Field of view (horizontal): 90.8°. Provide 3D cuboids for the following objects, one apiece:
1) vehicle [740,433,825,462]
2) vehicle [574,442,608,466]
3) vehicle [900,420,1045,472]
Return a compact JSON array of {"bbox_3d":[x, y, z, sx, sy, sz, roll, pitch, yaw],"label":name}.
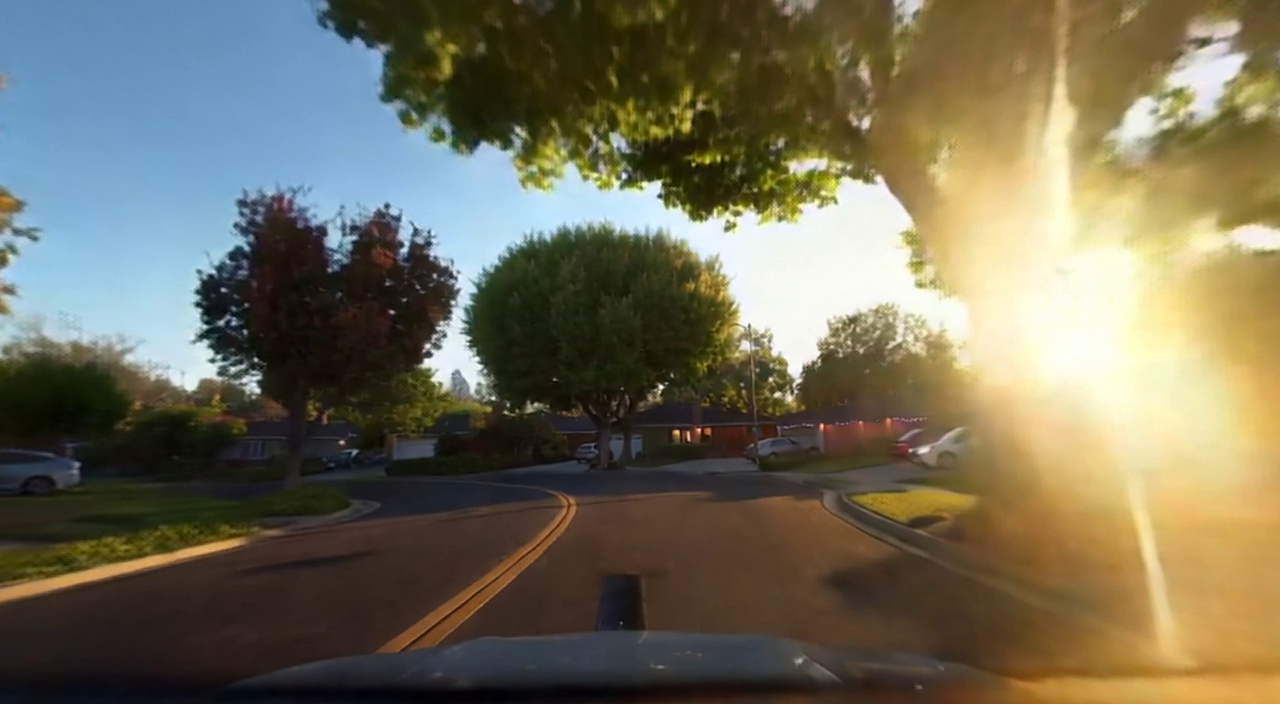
[{"bbox_3d":[8.770,5.860,38.850,4.799,1.451,2.144,1,-8,-29],"label":"vehicle"},{"bbox_3d":[-3.527,7.383,46.008,1.819,1.442,4.329,-1,-5,4],"label":"vehicle"},{"bbox_3d":[12.654,3.621,24.286,4.327,1.573,1.967,-5,-9,2],"label":"vehicle"}]
